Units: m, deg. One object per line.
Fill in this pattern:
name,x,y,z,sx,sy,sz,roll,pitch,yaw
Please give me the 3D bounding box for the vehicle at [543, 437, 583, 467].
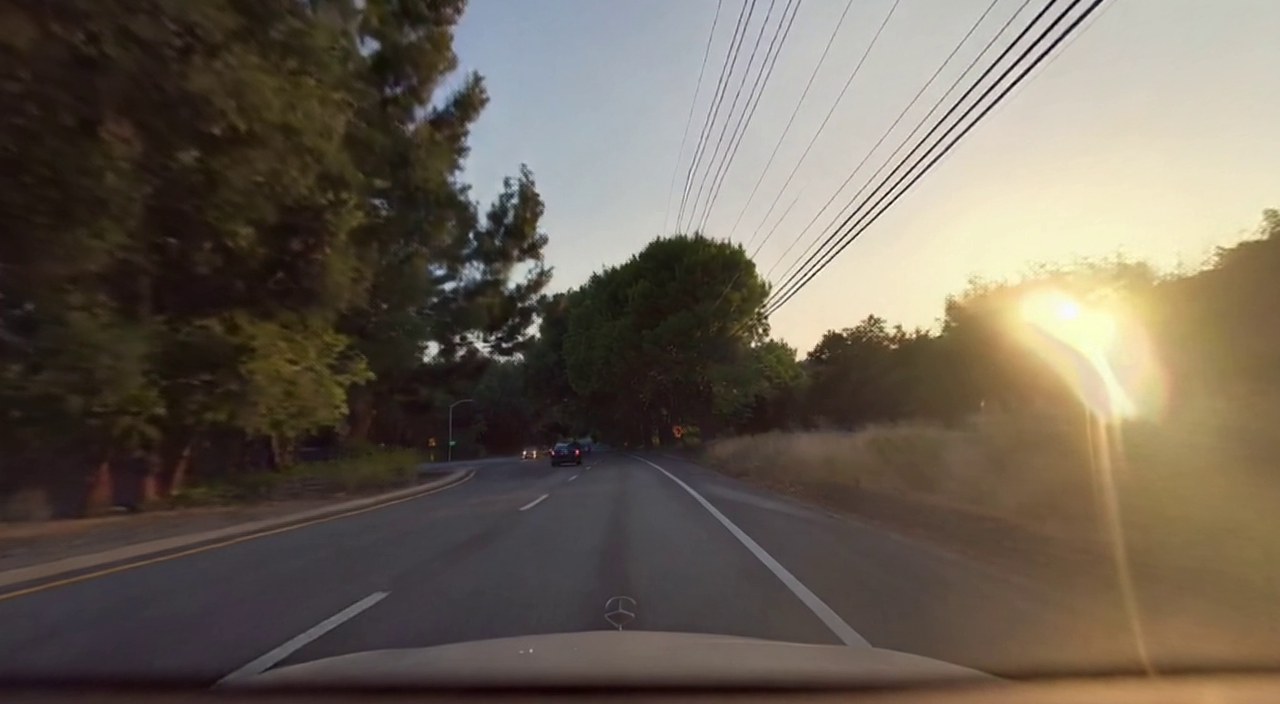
vehicle,-5.143,6.800,43.125,2.246,1.885,5.275,0,-8,-2
